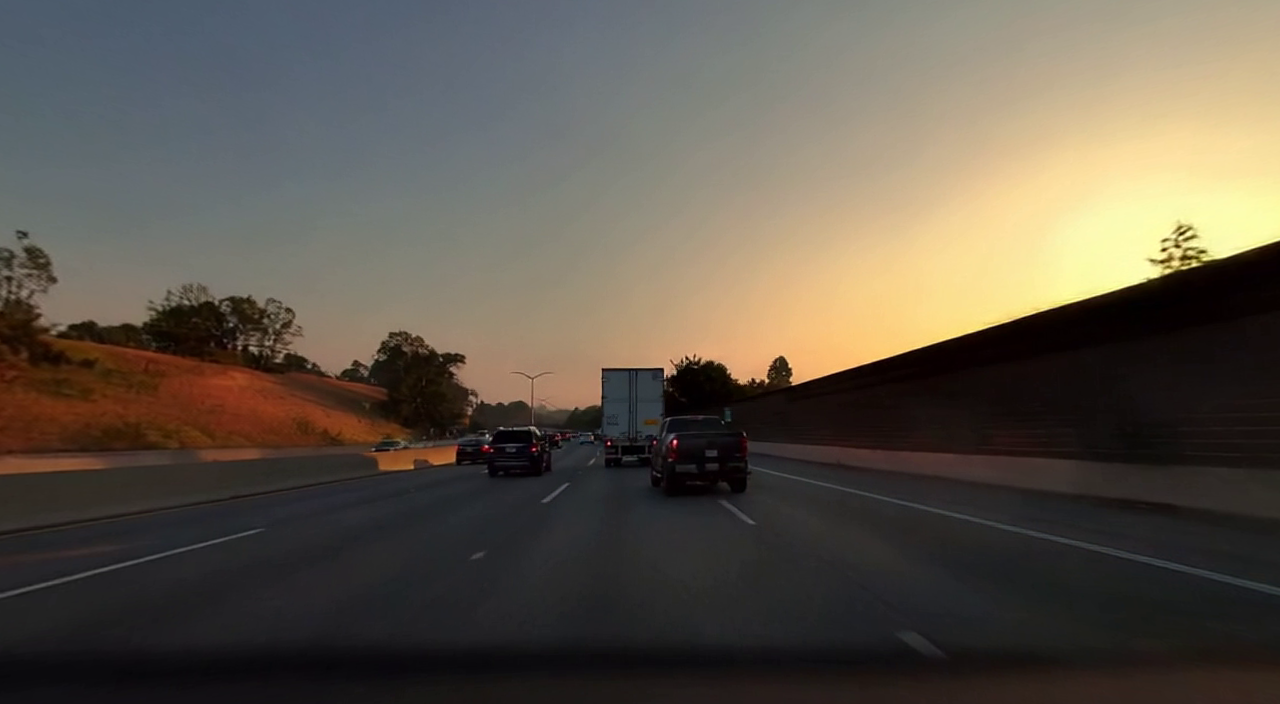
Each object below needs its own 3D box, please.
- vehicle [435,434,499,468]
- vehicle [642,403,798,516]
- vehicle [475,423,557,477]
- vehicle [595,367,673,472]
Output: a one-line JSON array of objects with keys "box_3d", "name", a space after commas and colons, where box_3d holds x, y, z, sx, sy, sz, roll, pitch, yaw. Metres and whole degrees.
[{"box_3d": [-8.179, 4.676, 30.096, 2.059, 1.500, 4.001, 0, -8, -3], "name": "vehicle"}, {"box_3d": [1.329, 2.091, 12.844, 2.118, 1.832, 4.901, 1, -8, -5], "name": "vehicle"}, {"box_3d": [-4.376, 3.531, 22.937, 2.134, 1.752, 4.375, 0, -8, -1], "name": "vehicle"}, {"box_3d": [-0.481, 3.218, 28.782, 2.904, 3.915, 10.473, 0, -8, -3], "name": "vehicle"}]
